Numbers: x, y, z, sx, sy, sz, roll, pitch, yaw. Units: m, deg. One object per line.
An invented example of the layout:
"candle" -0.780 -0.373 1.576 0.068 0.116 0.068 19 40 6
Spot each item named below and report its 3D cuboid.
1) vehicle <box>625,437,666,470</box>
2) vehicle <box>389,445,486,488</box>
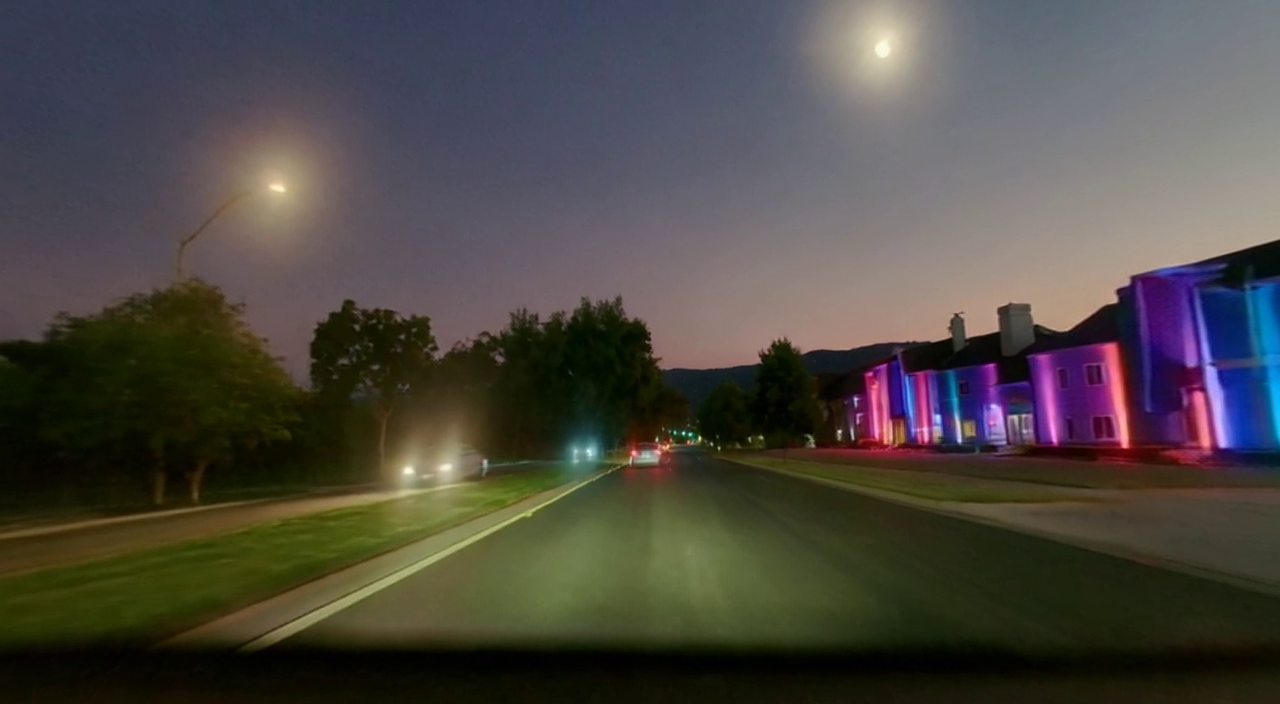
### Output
"vehicle" 0.376 5.631 35.164 2.129 1.713 4.314 0 -8 3
"vehicle" -7.670 4.358 24.358 2.040 1.465 4.448 0 -8 3
